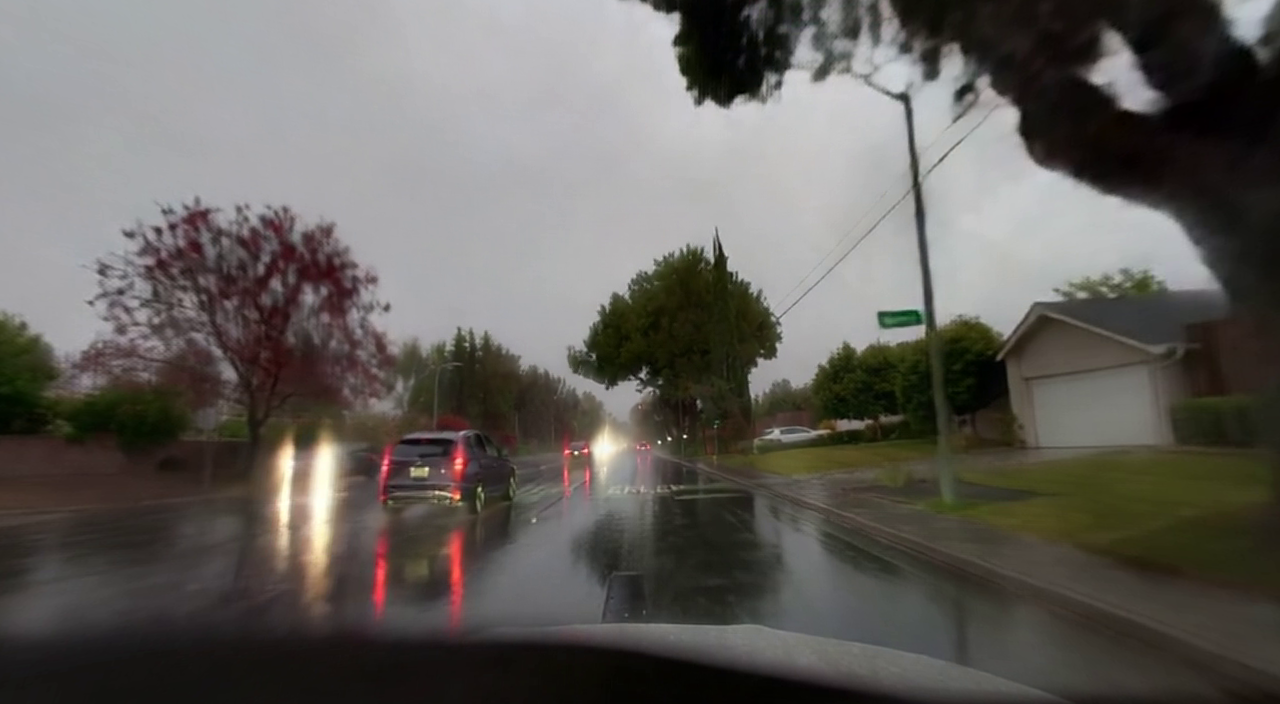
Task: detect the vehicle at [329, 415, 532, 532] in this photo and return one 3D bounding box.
[{"bbox_3d":[-3.586,2.183,11.900,2.190,1.766,4.394,0,-8,2],"label":"vehicle"}]

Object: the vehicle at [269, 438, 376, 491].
[{"bbox_3d":[-12.162,4.315,24.513,1.968,1.799,4.377,-2,-8,-2],"label":"vehicle"}]

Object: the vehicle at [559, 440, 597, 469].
[{"bbox_3d":[-3.428,5.764,35.436,1.802,1.528,3.490,0,-8,0],"label":"vehicle"}]

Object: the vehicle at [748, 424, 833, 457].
[{"bbox_3d":[9.674,5.701,40.678,4.944,2.023,1.973,0,-8,-1],"label":"vehicle"}]
